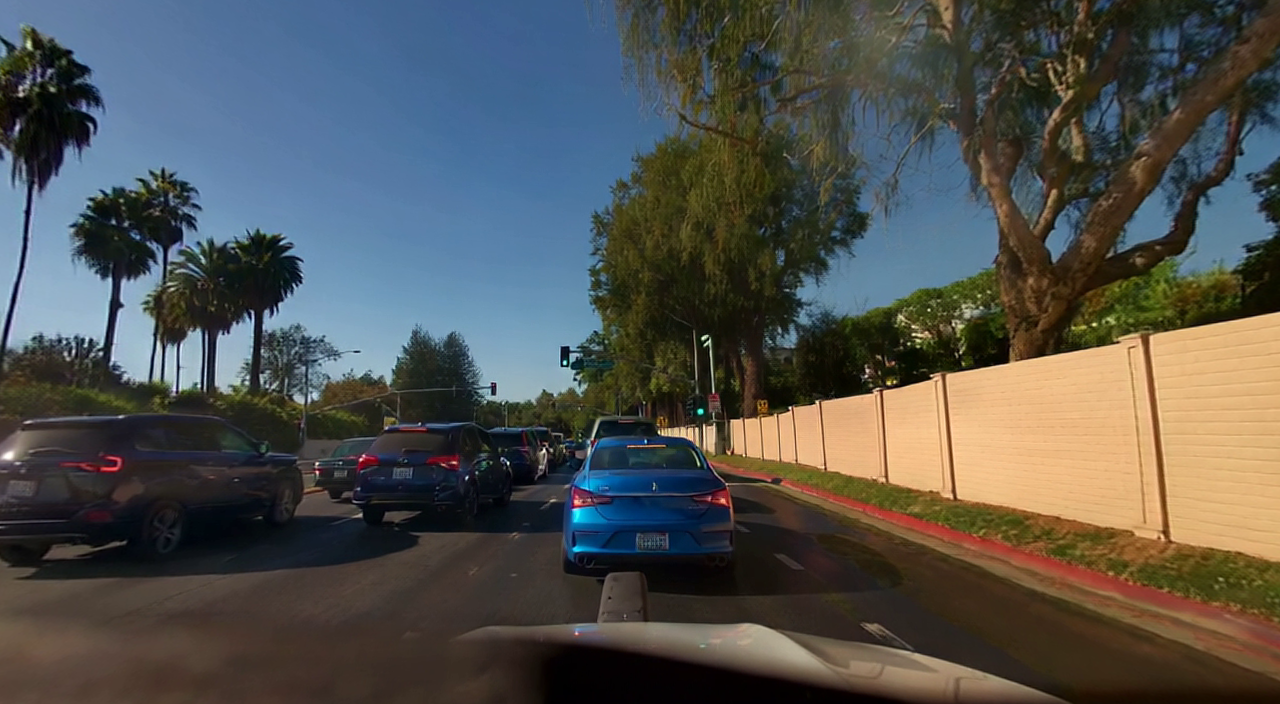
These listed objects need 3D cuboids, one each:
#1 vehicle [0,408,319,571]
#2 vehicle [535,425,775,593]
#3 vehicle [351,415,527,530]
[{"bbox_3d":[-6.679,1.788,8.974,1.963,1.721,4.467,0,-8,-2],"label":"vehicle"},{"bbox_3d":[0.063,1.718,7.816,2.128,1.473,4.272,0,-8,-2],"label":"vehicle"},{"bbox_3d":[-3.469,2.165,11.850,2.007,1.746,4.136,0,-8,-1],"label":"vehicle"}]
